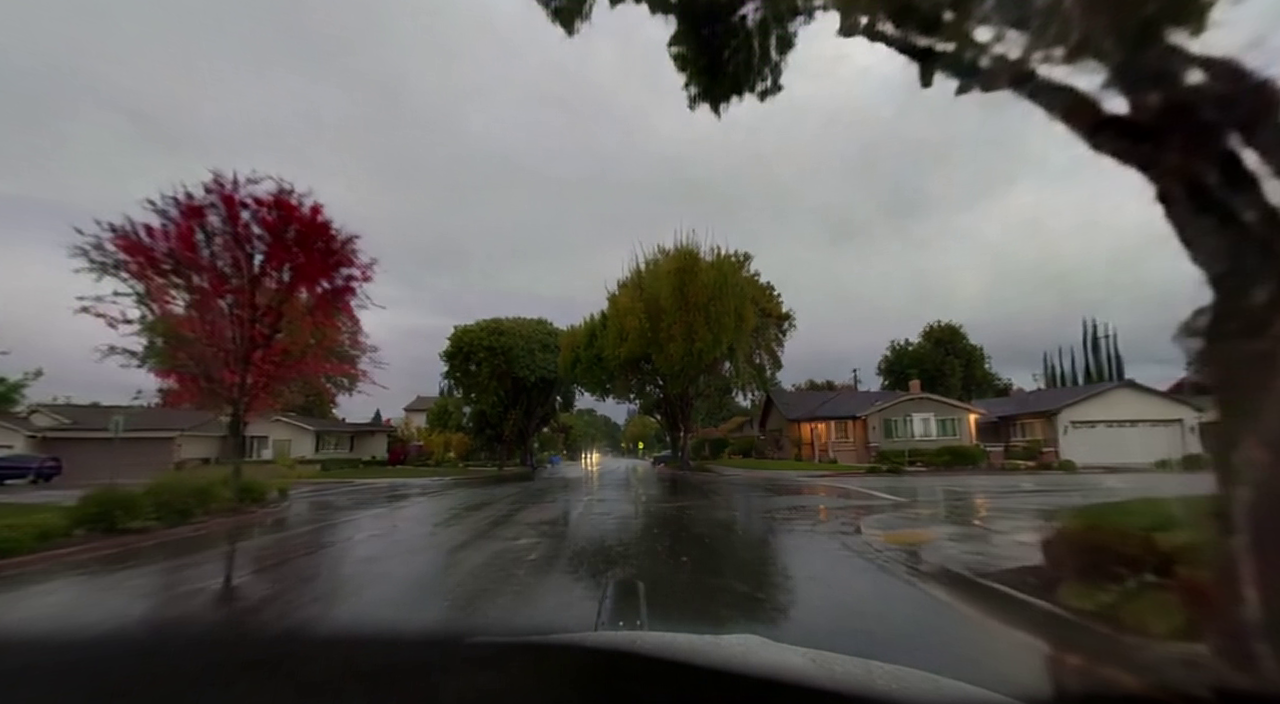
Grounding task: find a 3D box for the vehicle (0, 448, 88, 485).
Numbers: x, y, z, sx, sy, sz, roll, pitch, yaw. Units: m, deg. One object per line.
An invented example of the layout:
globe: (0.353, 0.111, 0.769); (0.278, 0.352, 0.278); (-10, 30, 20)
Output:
vehicle: (-30.280, 5.650, 31.193); (4.023, 1.692, 2.024); (0, -10, -2)
